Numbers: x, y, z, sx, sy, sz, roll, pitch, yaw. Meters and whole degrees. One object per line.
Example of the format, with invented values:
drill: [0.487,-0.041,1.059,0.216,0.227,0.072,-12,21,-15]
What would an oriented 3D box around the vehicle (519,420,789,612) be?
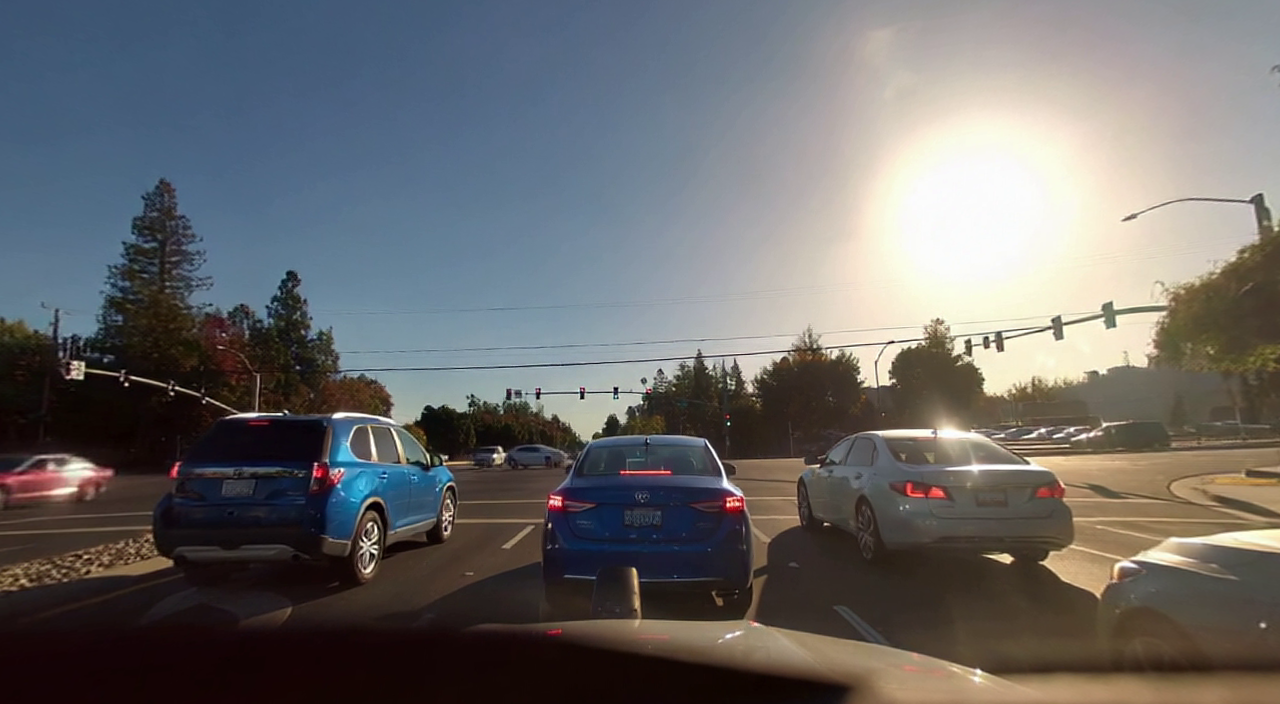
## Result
vehicle: [0.055,1.591,7.043,2.114,1.482,4.056,0,-9,-2]

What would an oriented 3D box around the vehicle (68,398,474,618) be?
vehicle: [-3.420,1.527,7.078,1.958,1.693,4.242,0,-9,0]

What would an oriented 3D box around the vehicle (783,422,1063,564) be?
vehicle: [3.531,1.839,8.990,1.874,1.487,4.404,0,-9,-1]

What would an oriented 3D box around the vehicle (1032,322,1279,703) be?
vehicle: [3.227,0.612,1.175,2.178,1.691,4.314,0,-9,0]
